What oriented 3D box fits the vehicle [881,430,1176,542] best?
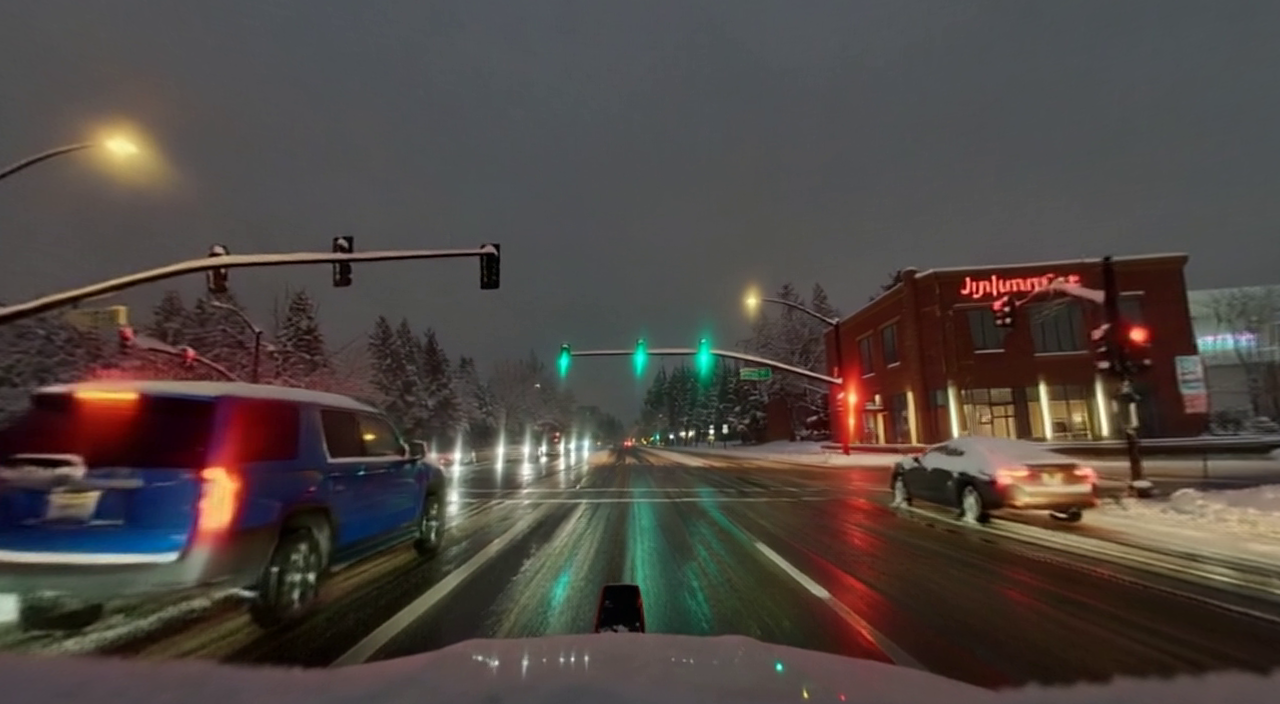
[{"bbox_3d":[6.124,2.150,10.880,1.972,1.476,4.775,0,-8,-1],"label":"vehicle"}]

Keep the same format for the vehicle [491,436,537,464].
[{"bbox_3d":[-8.591,6.757,43.601,2.273,1.791,4.809,0,-8,-1],"label":"vehicle"}]

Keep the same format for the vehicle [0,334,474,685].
[{"bbox_3d":[-3.367,1.201,5.962,2.313,1.883,5.016,0,-9,-1],"label":"vehicle"}]

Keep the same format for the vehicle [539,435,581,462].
[{"bbox_3d":[-5.603,6.865,44.917,2.384,1.787,5.038,0,-8,-1],"label":"vehicle"}]
